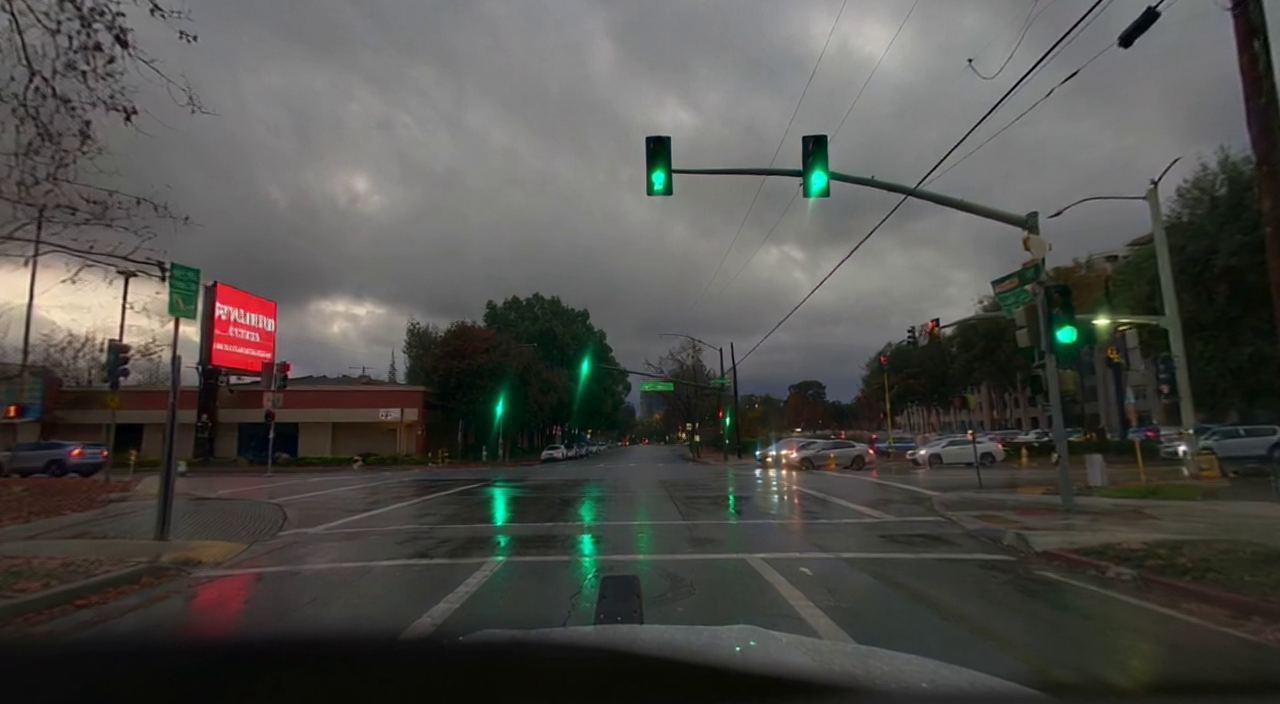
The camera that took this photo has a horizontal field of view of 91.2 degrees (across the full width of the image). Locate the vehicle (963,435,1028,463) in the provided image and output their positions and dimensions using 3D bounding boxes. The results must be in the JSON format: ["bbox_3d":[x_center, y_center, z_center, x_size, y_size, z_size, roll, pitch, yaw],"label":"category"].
[{"bbox_3d":[20.972,5.725,37.120,1.851,1.388,3.475,0,-5,0],"label":"vehicle"}]

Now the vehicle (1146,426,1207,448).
[{"bbox_3d":[41.061,6.538,48.065,1.682,1.422,3.422,3,-10,1],"label":"vehicle"}]

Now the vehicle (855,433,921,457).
[{"bbox_3d":[16.927,6.336,42.695,4.522,1.546,1.941,6,-11,-34],"label":"vehicle"}]

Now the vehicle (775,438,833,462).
[{"bbox_3d":[11.100,6.616,42.262,1.955,1.508,4.295,-8,-12,42],"label":"vehicle"}]

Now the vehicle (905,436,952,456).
[{"bbox_3d":[21.813,7.143,47.503,1.923,1.463,3.758,-1,-9,3],"label":"vehicle"}]
